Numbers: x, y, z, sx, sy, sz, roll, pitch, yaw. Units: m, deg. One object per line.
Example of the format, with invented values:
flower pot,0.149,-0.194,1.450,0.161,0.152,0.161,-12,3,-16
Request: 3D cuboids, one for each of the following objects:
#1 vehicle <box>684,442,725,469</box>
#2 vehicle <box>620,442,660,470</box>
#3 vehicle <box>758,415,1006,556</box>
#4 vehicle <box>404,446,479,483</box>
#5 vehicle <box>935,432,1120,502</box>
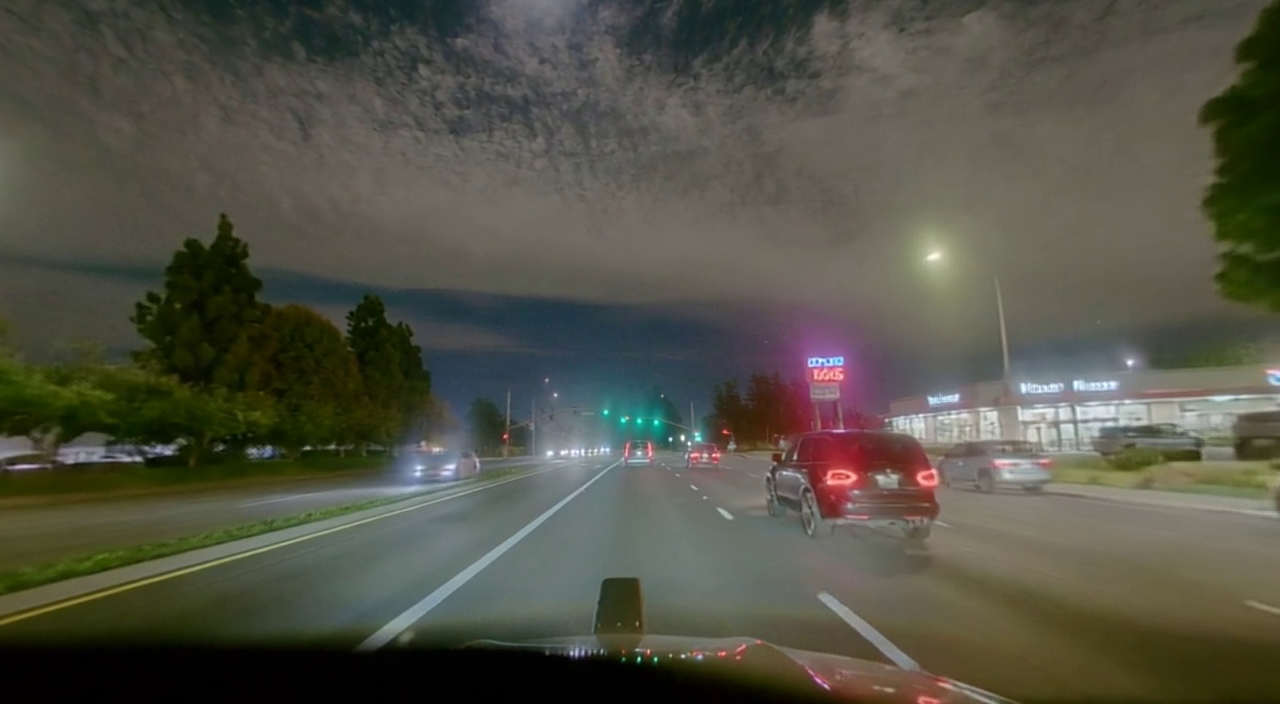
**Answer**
vehicle,3.697,6.043,36.955,1.889,1.473,4.303,0,-8,0
vehicle,0.021,5.870,35.807,2.135,1.468,4.076,0,-8,0
vehicle,3.267,1.897,9.678,2.022,1.643,4.326,0,-8,-1
vehicle,-8.539,4.853,27.547,1.862,1.446,4.333,0,-8,0
vehicle,10.791,3.224,18.250,2.154,1.690,5.208,1,-8,2
